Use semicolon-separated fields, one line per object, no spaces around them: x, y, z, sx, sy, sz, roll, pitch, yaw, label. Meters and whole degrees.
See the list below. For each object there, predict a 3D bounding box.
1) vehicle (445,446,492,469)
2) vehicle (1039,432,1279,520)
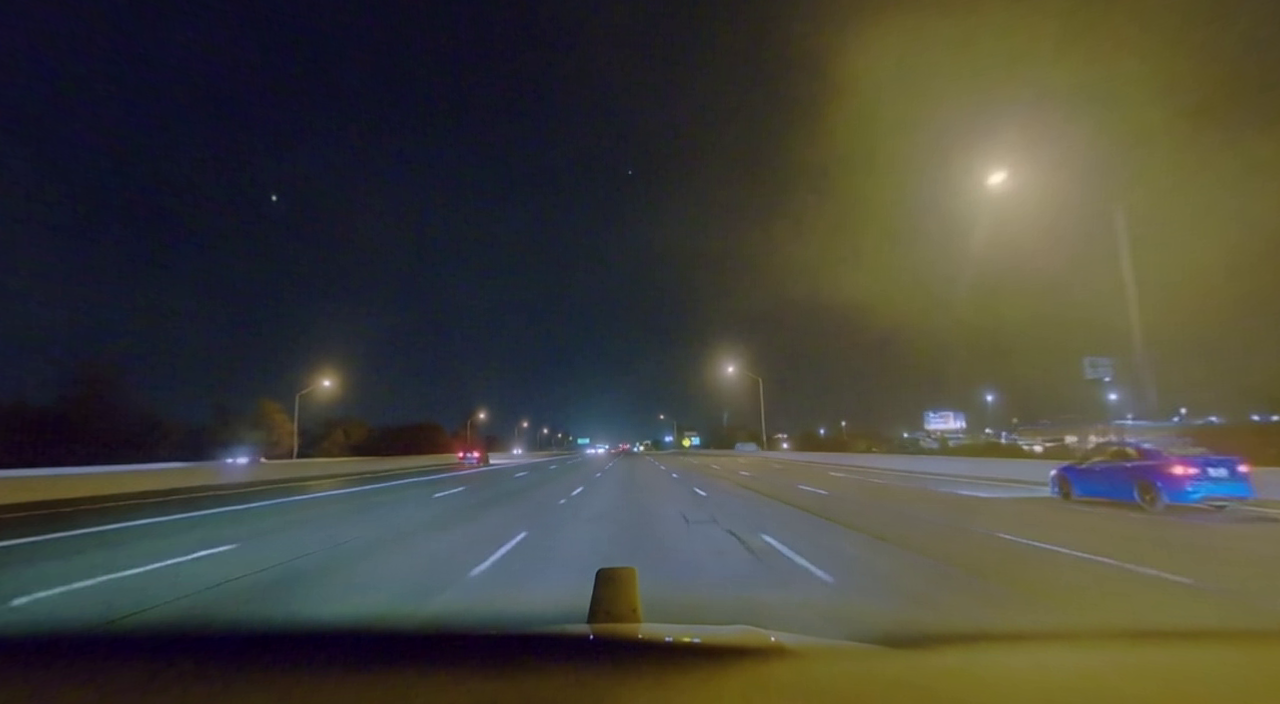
-11.463;7.051;42.425;1.921;1.452;4.429;0;-9;0;vehicle
10.790;2.463;13.153;1.985;1.493;4.486;0;-8;-1;vehicle
